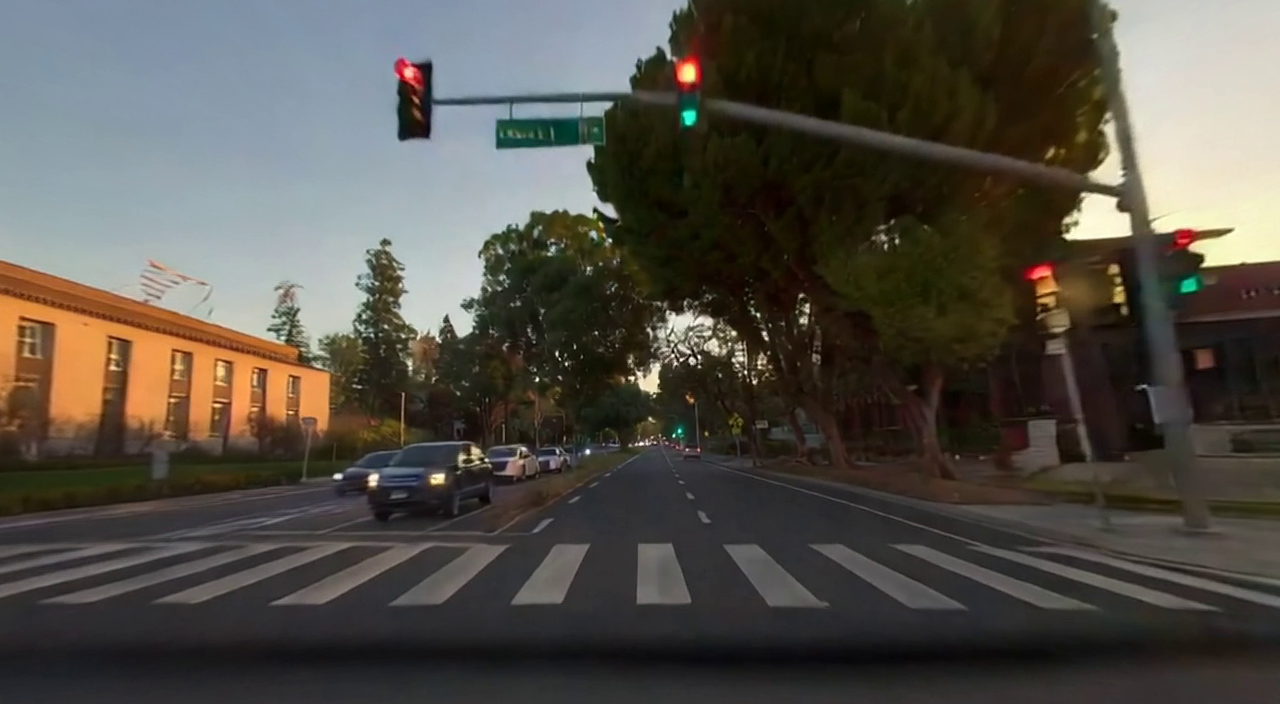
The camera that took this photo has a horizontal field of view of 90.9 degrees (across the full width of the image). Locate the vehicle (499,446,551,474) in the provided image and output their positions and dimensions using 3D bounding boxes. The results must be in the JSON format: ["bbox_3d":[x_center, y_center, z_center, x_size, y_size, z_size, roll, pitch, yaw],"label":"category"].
[{"bbox_3d":[-6.643,6.234,36.786,1.998,1.503,4.699,0,-8,2],"label":"vehicle"}]

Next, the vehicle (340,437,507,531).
[{"bbox_3d":[-4.491,2.731,13.837,2.070,1.481,4.266,-5,-7,1],"label":"vehicle"}]
